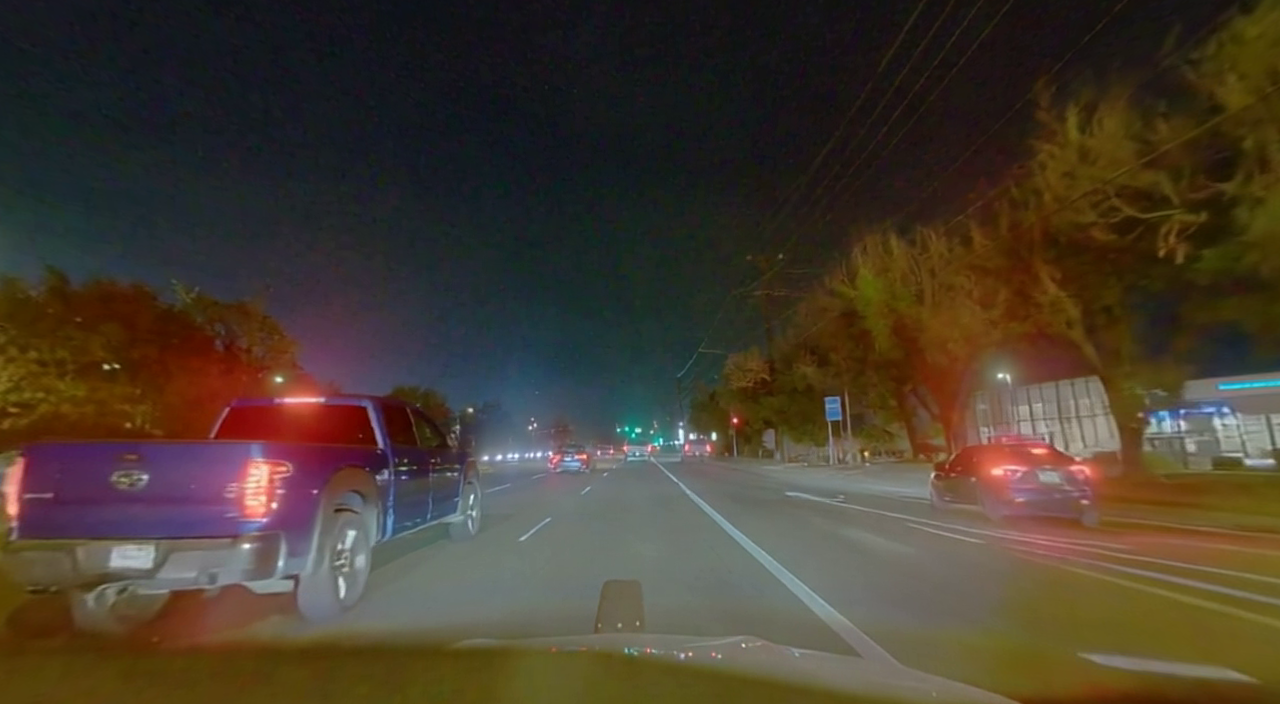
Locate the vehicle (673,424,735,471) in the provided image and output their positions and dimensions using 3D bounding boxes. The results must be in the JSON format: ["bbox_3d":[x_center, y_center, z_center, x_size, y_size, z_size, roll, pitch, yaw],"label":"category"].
[{"bbox_3d":[3.953,6.175,40.854,2.905,2.636,6.895,-2,-9,-3],"label":"vehicle"}]

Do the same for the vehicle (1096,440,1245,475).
[{"bbox_3d":[23.556,4.694,28.324,1.973,1.436,4.626,3,-9,-19],"label":"vehicle"}]

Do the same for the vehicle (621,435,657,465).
[{"bbox_3d":[-0.103,7.538,48.655,2.643,2.145,5.585,0,-9,0],"label":"vehicle"}]

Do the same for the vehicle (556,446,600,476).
[{"bbox_3d":[-3.227,5.736,33.494,1.939,1.494,4.499,0,-9,-1],"label":"vehicle"}]

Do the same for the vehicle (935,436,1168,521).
[{"bbox_3d":[9.152,2.807,14.603,2.010,1.633,4.246,1,-9,-11],"label":"vehicle"}]

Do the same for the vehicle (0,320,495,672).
[{"bbox_3d":[-3.562,1.329,7.025,2.402,2.194,6.051,0,-9,0],"label":"vehicle"}]
